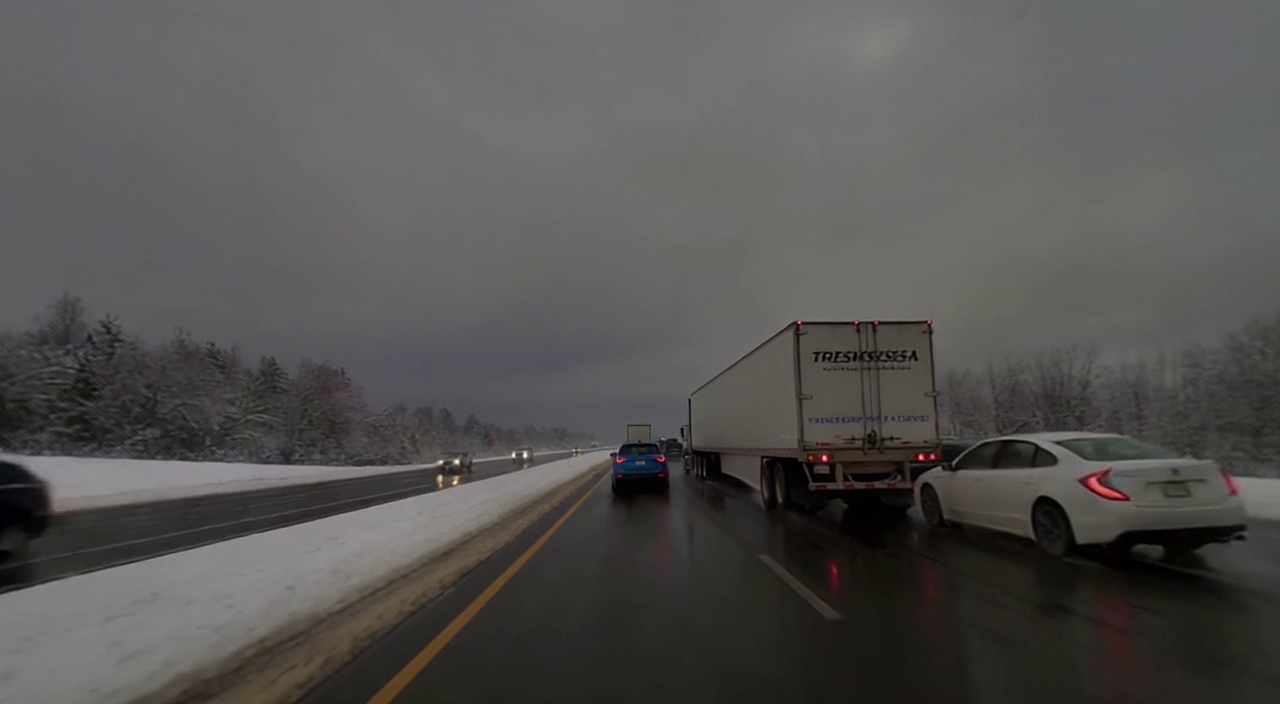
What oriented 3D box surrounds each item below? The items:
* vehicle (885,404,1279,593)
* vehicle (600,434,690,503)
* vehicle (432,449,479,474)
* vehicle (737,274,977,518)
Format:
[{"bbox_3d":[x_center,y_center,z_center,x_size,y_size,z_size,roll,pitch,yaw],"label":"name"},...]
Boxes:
[{"bbox_3d":[5.469,1.605,7.970,1.888,1.591,4.815,1,-8,-14],"label":"vehicle"},{"bbox_3d":[0.078,2.919,16.235,2.045,1.507,3.763,-1,-8,-1],"label":"vehicle"},{"bbox_3d":[-11.961,7.103,40.997,1.940,1.495,3.889,-1,-8,-1],"label":"vehicle"},{"bbox_3d":[4.453,1.429,15.850,3.235,4.197,9.908,-1,-8,5],"label":"vehicle"}]
